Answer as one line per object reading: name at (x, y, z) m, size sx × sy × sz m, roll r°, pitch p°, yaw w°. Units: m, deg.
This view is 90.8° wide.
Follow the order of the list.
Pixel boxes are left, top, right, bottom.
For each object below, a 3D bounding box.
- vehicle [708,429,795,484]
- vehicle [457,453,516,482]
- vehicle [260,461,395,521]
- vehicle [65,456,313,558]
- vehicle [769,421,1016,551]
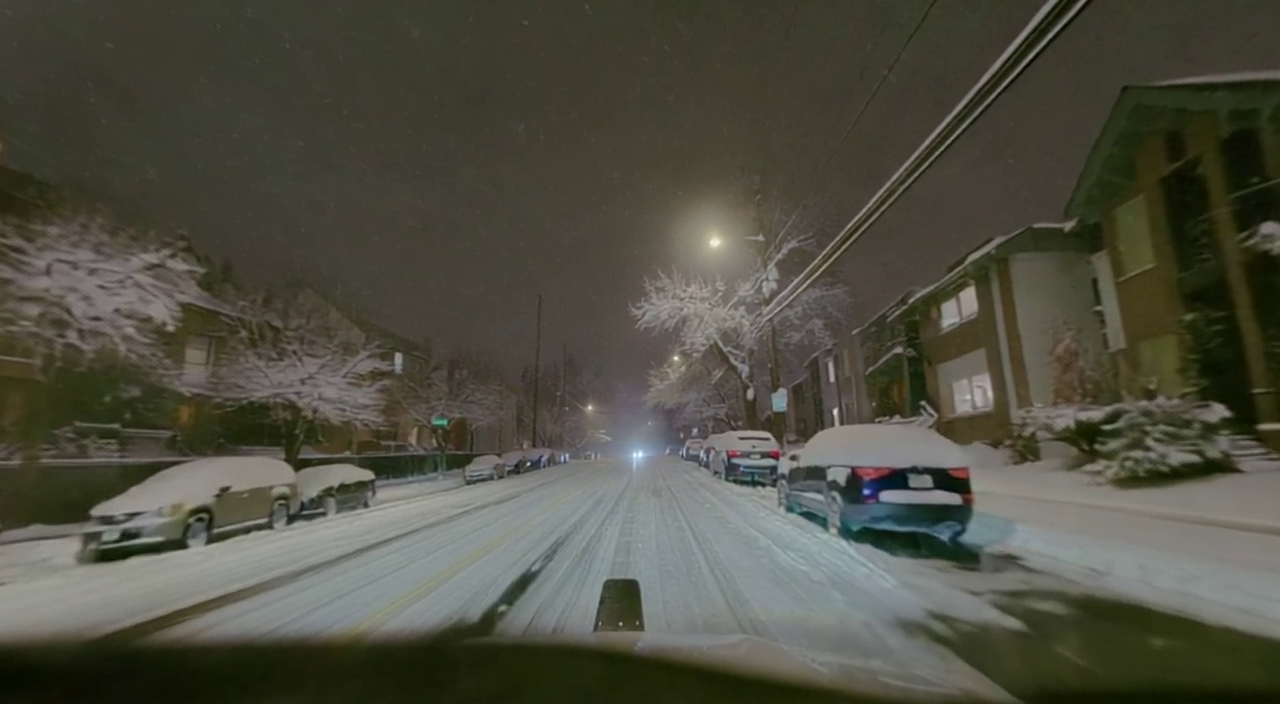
vehicle at (3.889, 3.766, 22.996) m, size 2.225 × 1.759 × 4.817 m, roll 0°, pitch -9°, yaw -1°
vehicle at (-8.850, 6.665, 36.862) m, size 2.208 × 1.508 × 4.590 m, roll -1°, pitch -9°, yaw 1°
vehicle at (-9.156, 4.089, 19.010) m, size 1.818 × 1.469 × 4.349 m, roll -1°, pitch -9°, yaw 0°
vehicle at (-9.364, 3.194, 13.734) m, size 2.061 × 1.748 × 4.316 m, roll -1°, pitch -9°, yaw 2°
vehicle at (3.728, 2.067, 10.502) m, size 2.089 × 1.638 × 4.628 m, roll 0°, pitch -9°, yaw -1°
